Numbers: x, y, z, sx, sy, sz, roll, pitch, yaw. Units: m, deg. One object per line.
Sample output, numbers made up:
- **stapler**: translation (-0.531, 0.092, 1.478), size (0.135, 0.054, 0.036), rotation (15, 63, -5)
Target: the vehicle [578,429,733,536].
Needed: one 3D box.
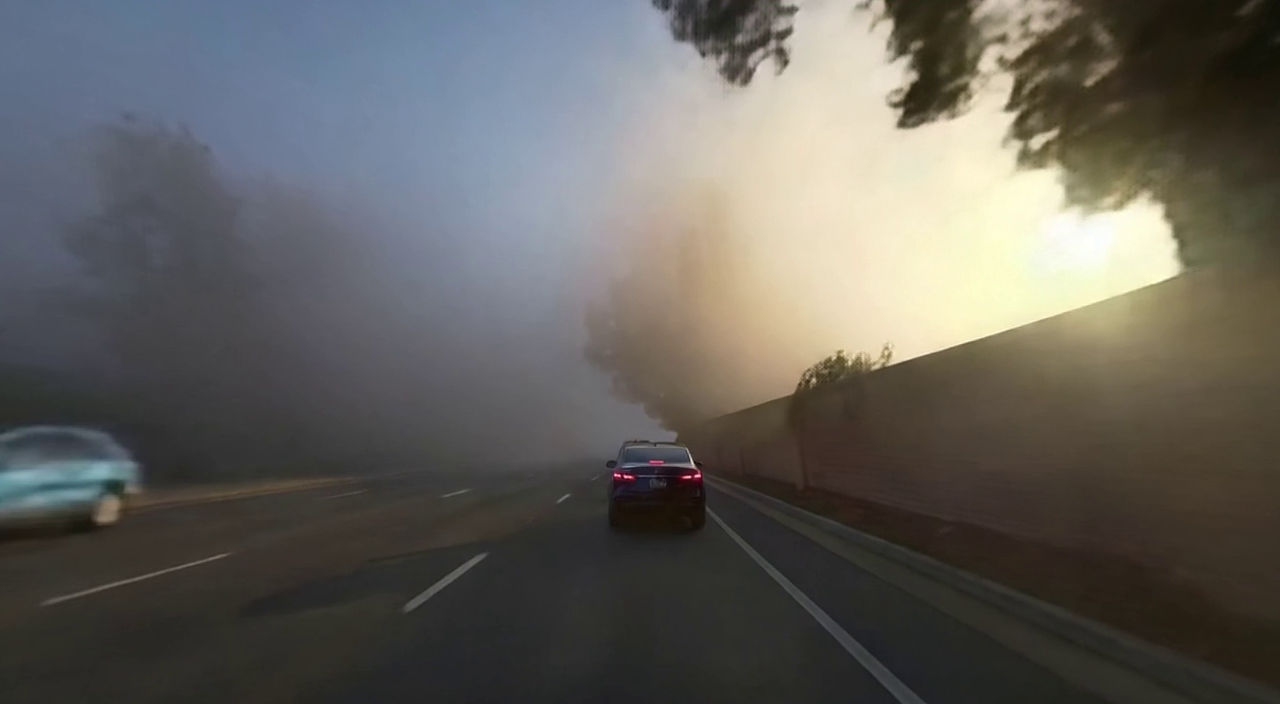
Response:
- **vehicle**: translation (0.195, 2.184, 11.235), size (2.205, 1.509, 4.272), rotation (0, -8, -1)
